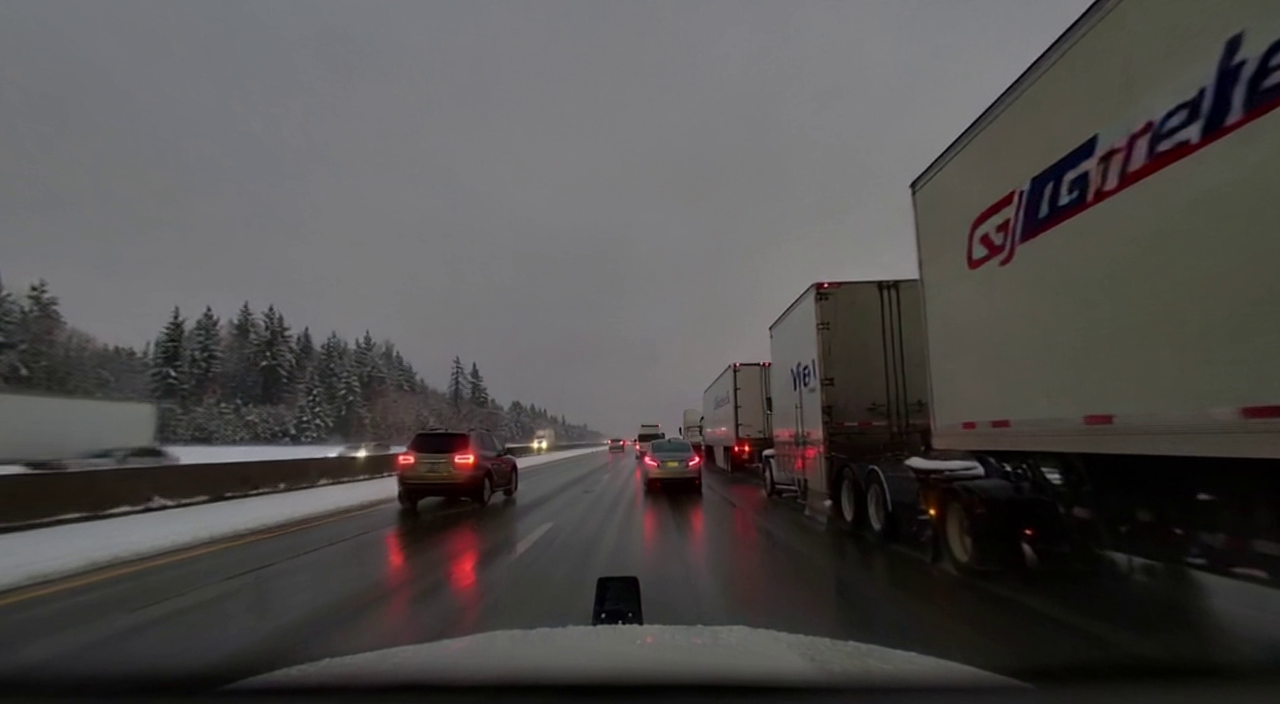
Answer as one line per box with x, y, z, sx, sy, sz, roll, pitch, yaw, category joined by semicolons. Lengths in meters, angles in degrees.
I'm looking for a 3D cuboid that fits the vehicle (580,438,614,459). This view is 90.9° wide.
-3.244;7.441;48.712;2.181;1.538;4.169;0;-8;2;vehicle

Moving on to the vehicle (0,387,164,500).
-18.358;2.737;19.019;2.822;2.949;6.389;0;-8;1;vehicle

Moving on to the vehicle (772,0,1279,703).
4.525;0.040;6.455;2.967;4.347;15.373;0;-8;0;vehicle

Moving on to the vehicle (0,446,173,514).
-14.898;3.196;16.405;1.974;1.441;4.499;0;-8;1;vehicle

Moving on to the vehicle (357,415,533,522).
-3.581;2.213;12.600;2.006;1.729;4.447;0;-8;1;vehicle

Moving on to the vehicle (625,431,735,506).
0.775;2.627;14.818;2.200;1.495;4.282;0;-8;-1;vehicle
